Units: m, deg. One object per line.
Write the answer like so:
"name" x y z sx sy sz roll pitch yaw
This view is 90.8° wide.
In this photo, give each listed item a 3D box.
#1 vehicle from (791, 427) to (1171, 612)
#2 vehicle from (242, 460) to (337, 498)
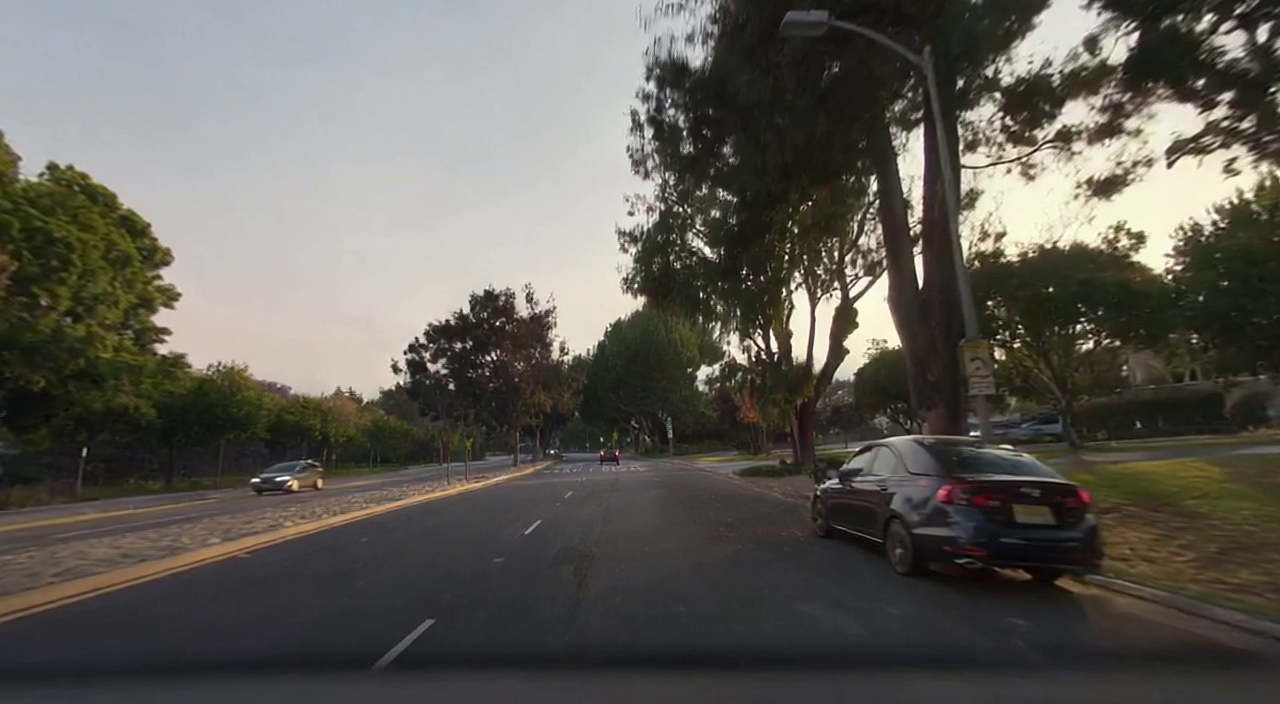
"vehicle" 3.354 1.710 7.458 1.989 1.504 4.342 0 -8 -1
"vehicle" -15.817 5.721 28.820 1.880 1.485 4.476 0 -8 -2
